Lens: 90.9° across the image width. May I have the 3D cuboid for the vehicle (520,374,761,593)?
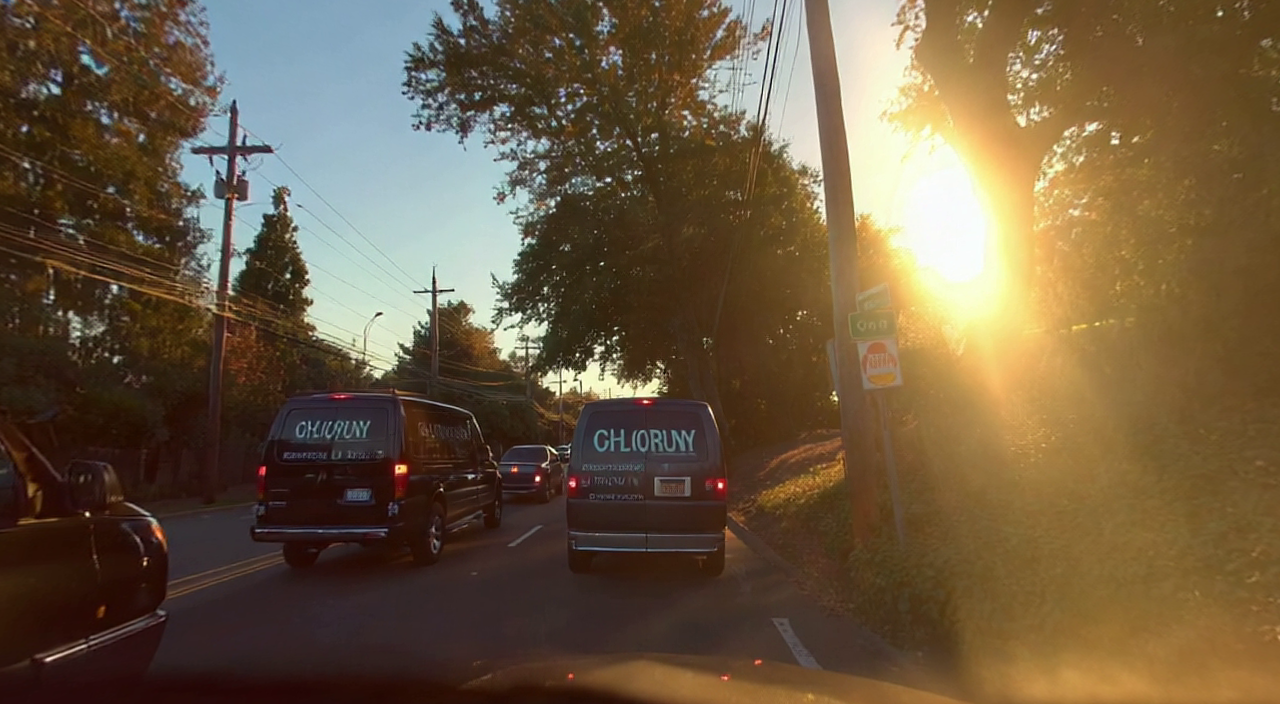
[{"bbox_3d":[0.109,1.462,7.693,2.117,1.911,4.095,-1,-8,3],"label":"vehicle"}]

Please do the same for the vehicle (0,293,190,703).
[{"bbox_3d":[-3.150,0.466,0.244,2.160,1.796,4.997,0,-8,1],"label":"vehicle"}]

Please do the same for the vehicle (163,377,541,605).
[{"bbox_3d":[-2.755,1.483,7.620,2.109,1.851,4.749,-1,-8,3],"label":"vehicle"}]
